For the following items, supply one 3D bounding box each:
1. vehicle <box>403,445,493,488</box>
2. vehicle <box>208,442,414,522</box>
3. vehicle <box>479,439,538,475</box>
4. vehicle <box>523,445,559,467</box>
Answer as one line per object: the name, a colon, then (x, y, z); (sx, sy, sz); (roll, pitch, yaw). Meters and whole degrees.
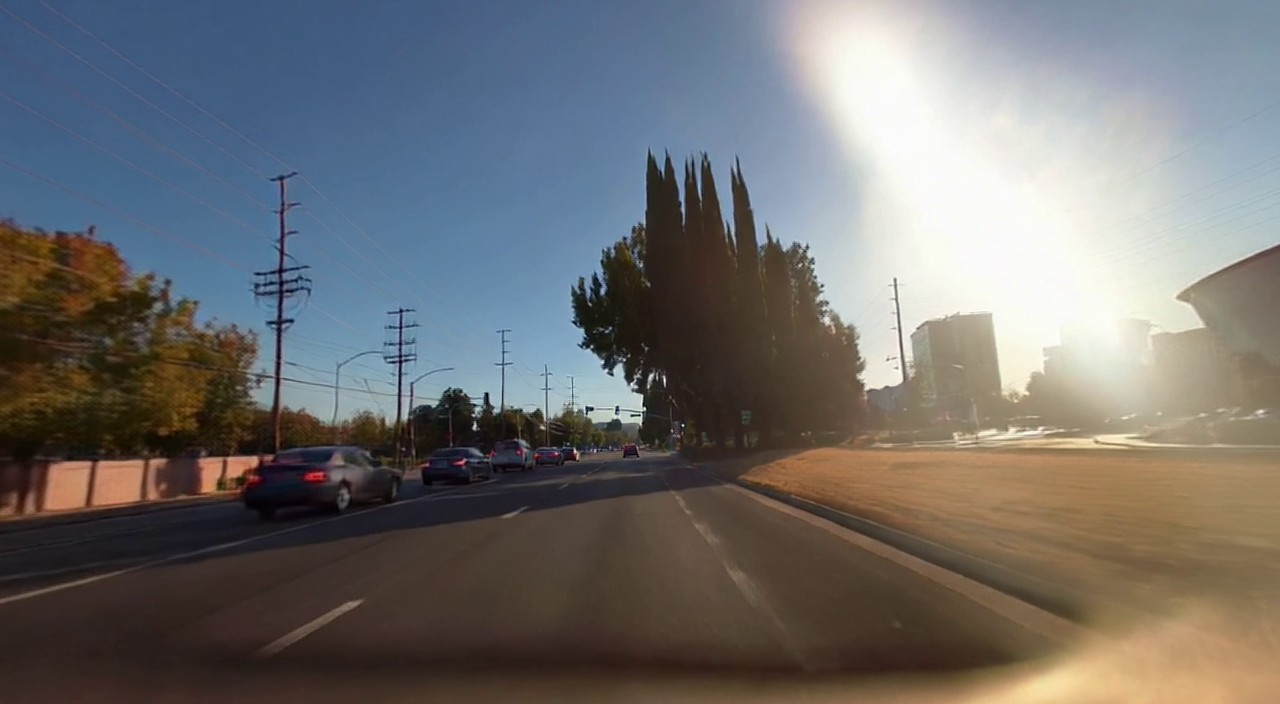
vehicle: (-7.094, 4.241, 23.848); (2.008, 1.456, 4.409); (0, -9, 0)
vehicle: (-7.066, 2.812, 14.335); (2.030, 1.482, 4.818); (0, -8, 1)
vehicle: (-7.060, 5.692, 34.478); (2.101, 1.768, 5.040); (0, -9, 0)
vehicle: (-7.052, 7.449, 45.370); (1.854, 1.481, 4.518); (0, -8, 1)
